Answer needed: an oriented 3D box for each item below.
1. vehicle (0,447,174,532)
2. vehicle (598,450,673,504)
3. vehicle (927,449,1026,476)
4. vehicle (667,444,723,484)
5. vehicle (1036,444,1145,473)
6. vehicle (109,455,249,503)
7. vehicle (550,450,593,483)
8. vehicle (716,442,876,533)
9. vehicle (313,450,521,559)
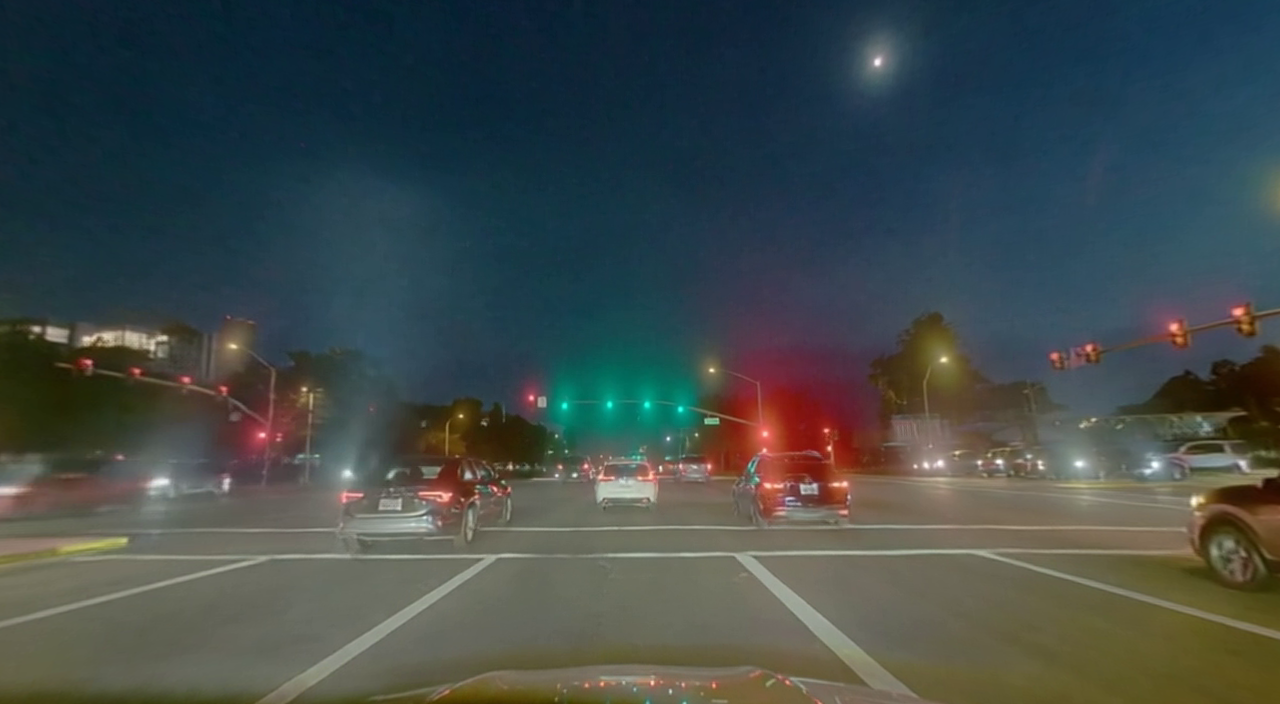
[{"bbox_3d":[-14.502,3.299,15.831,2.126,1.785,4.534,0,-8,0],"label":"vehicle"},{"bbox_3d":[-0.193,3.813,19.777,2.098,1.461,3.958,0,-8,-2],"label":"vehicle"},{"bbox_3d":[19.313,6.329,36.412,4.620,1.446,1.950,0,-9,-3],"label":"vehicle"},{"bbox_3d":[2.569,5.388,30.732,2.138,1.778,4.422,0,-8,-2],"label":"vehicle"},{"bbox_3d":[23.698,5.611,33.326,4.255,1.465,1.936,0,-9,-3],"label":"vehicle"},{"bbox_3d":[-17.982,4.937,24.996,2.004,1.600,4.668,0,-8,0],"label":"vehicle"},{"bbox_3d":[-3.869,6.548,36.426,2.033,1.714,4.278,0,-8,0],"label":"vehicle"},{"bbox_3d":[3.047,2.746,13.579,1.996,1.566,4.917,0,-8,-2],"label":"vehicle"},{"bbox_3d":[-3.549,2.493,11.133,2.045,1.463,4.490,0,-8,0],"label":"vehicle"}]
